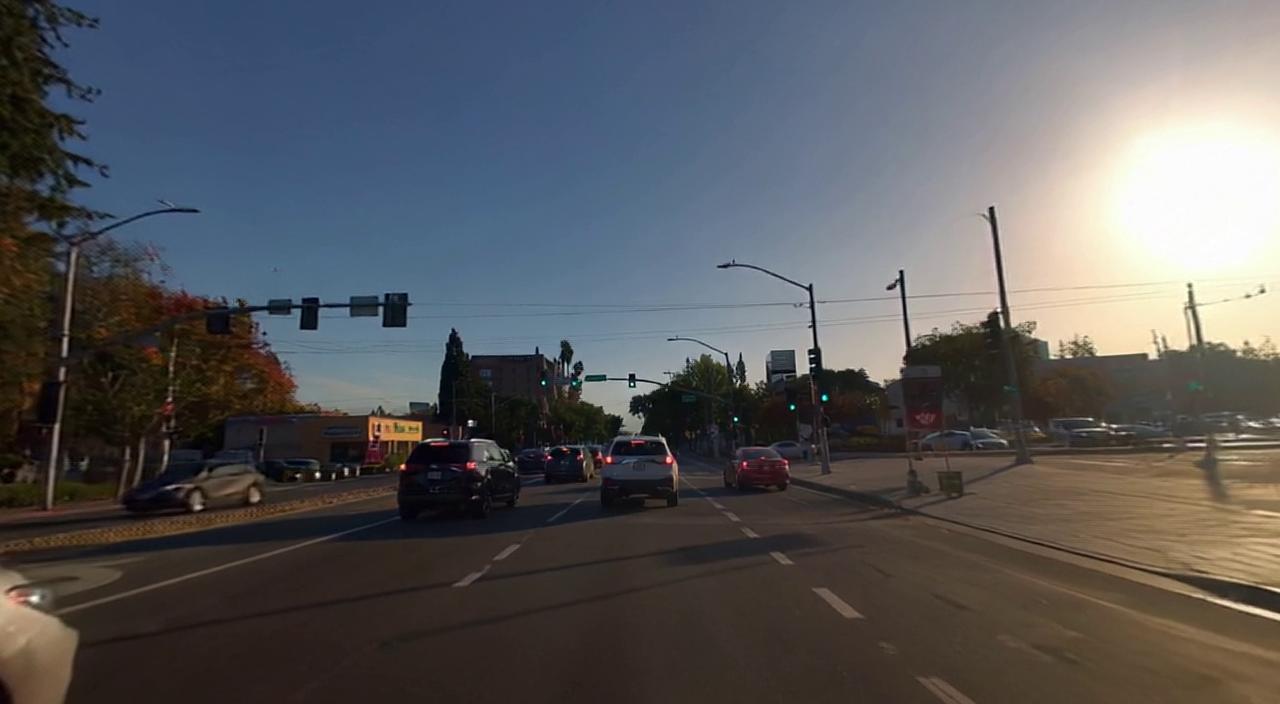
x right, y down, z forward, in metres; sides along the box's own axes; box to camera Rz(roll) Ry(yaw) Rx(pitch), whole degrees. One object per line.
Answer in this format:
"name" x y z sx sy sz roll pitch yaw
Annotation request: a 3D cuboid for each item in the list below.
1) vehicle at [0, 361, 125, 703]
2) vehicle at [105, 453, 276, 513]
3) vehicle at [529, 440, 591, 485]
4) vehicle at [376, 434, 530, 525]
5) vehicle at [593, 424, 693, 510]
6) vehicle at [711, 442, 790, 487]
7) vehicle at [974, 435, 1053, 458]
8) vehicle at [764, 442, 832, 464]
"vehicle" -3.324 0.592 0.485 1.975 1.624 4.481 0 -8 1
"vehicle" -14.678 4.254 21.012 2.115 1.654 4.727 0 -8 1
"vehicle" -3.162 4.436 25.610 1.894 1.642 3.861 0 -8 2
"vehicle" -3.711 2.586 13.410 1.886 1.599 4.247 0 -8 1
"vehicle" 0.090 2.699 15.229 2.075 1.770 4.018 0 -8 1
"vehicle" 3.931 4.078 23.230 1.986 1.457 4.566 0 -8 -1
"vehicle" 26.500 6.738 44.894 4.361 1.478 1.909 -3 -9 12
"vehicle" 11.545 7.350 46.034 4.736 1.526 1.878 5 -9 -29
